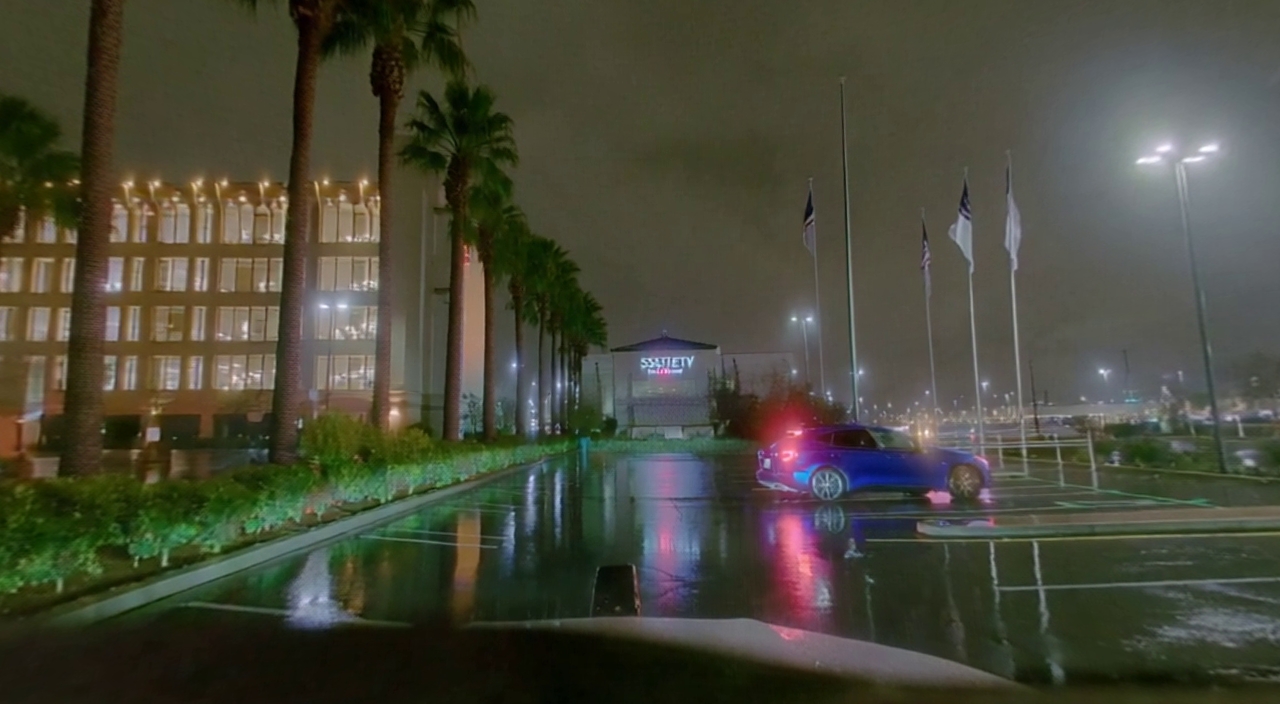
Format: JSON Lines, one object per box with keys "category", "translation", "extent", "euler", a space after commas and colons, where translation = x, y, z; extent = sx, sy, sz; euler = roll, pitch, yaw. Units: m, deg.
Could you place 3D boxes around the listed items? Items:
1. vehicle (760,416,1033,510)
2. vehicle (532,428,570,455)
{"category": "vehicle", "translation": [4.885, 2.180, 12.565], "extent": [4.567, 1.723, 1.926], "euler": [0, -8, 0]}
{"category": "vehicle", "translation": [-6.503, 6.609, 46.295], "extent": [1.943, 1.890, 4.472], "euler": [-1, -9, 3]}
